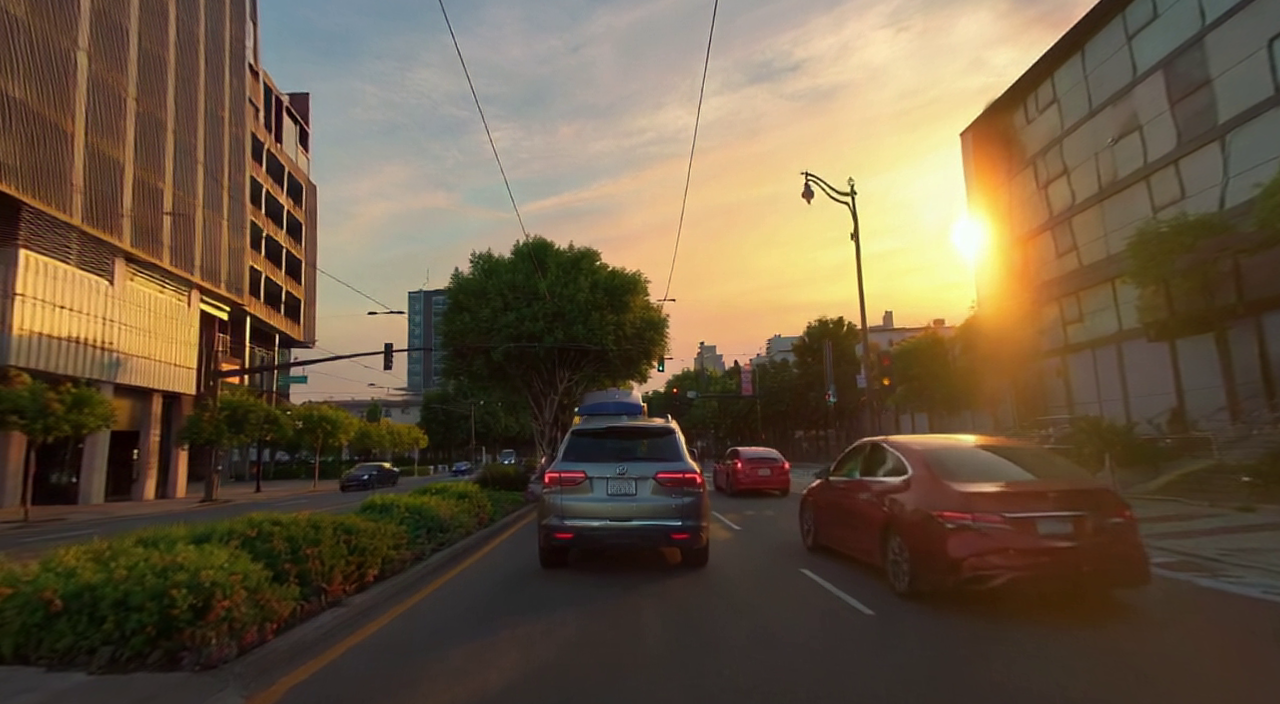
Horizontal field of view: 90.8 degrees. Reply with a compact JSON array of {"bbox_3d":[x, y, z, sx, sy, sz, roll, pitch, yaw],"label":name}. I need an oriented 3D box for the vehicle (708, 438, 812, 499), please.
[{"bbox_3d":[3.412,3.413,18.892,2.128,1.582,4.188,0,-8,-3],"label":"vehicle"}]

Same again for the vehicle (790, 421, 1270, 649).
[{"bbox_3d":[3.114,1.531,6.405,1.993,1.480,4.324,0,-8,-2],"label":"vehicle"}]

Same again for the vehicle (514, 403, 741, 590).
[{"bbox_3d":[-0.202,1.706,8.302,2.178,1.779,4.255,0,-8,-2],"label":"vehicle"}]

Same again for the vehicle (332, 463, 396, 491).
[{"bbox_3d":[-15.807,7.159,36.414,1.798,1.409,4.239,0,-8,-1],"label":"vehicle"}]
